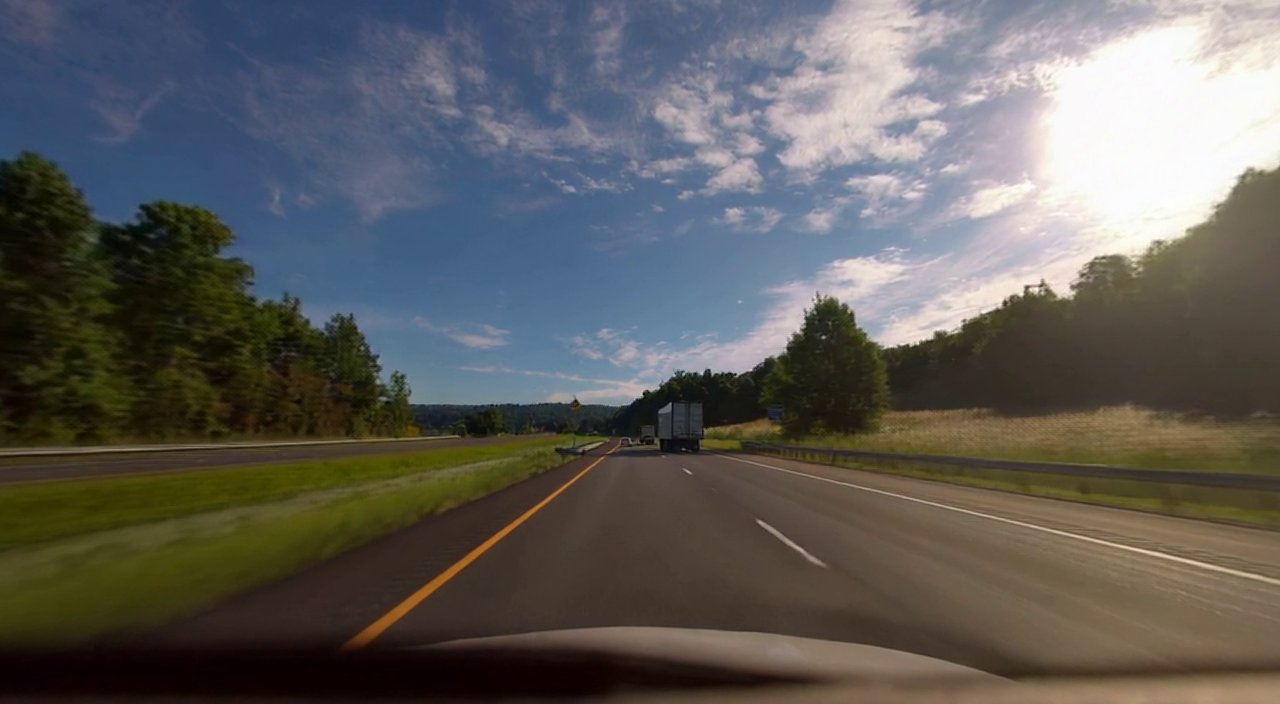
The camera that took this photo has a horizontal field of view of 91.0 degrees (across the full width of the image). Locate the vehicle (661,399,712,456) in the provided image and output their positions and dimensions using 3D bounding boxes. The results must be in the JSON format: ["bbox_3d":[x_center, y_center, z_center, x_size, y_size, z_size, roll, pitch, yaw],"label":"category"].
[{"bbox_3d":[3.442,5.994,49.294,3.004,3.952,10.263,0,-8,-1],"label":"vehicle"}]
